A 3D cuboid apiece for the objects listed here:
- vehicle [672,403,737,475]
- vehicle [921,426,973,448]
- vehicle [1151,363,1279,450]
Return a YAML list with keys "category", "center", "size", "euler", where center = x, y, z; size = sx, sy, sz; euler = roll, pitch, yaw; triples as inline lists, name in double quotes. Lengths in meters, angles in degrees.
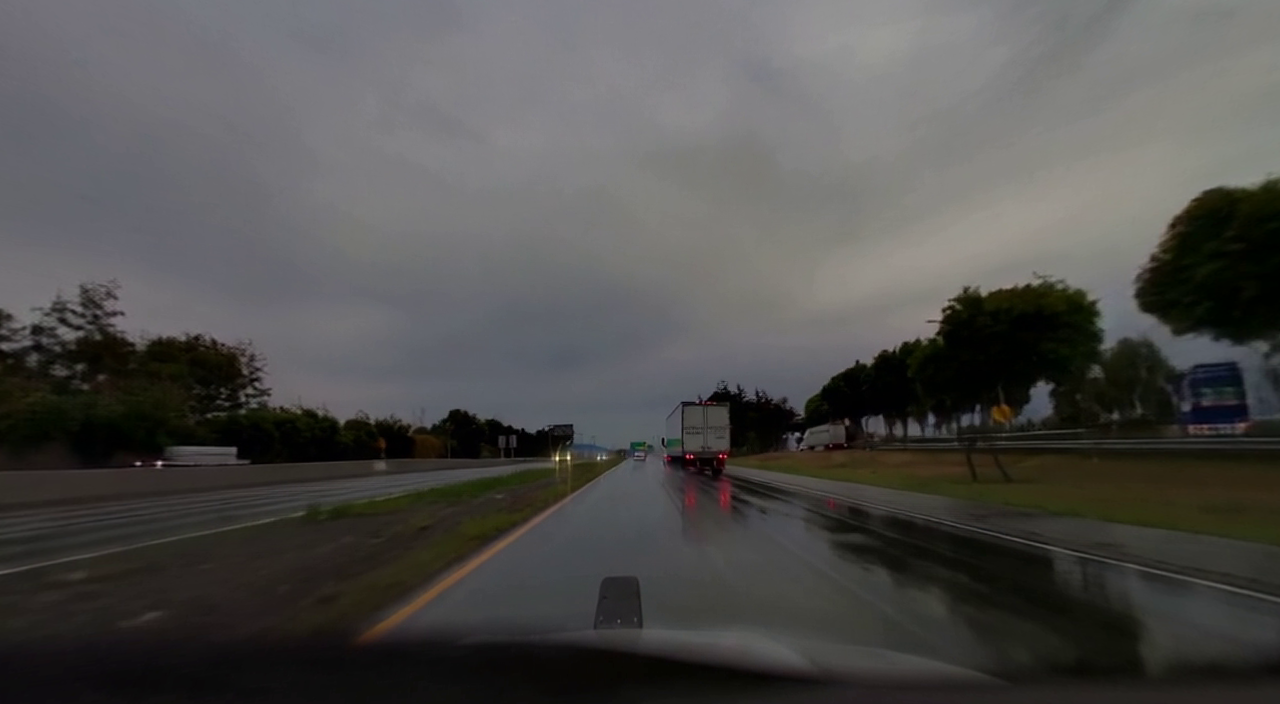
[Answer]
- category: "vehicle"
  center: [4.059, 6.059, 43.064]
  size: [3.185, 4.154, 12.638]
  euler: [0, -9, 0]
- category: "vehicle"
  center: [22.918, 6.409, 47.094]
  size: [1.800, 1.506, 3.851]
  euler: [0, -9, -1]
- category: "vehicle"
  center: [35.422, 3.709, 39.195]
  size: [2.833, 4.493, 14.015]
  euler: [-5, -9, 29]
